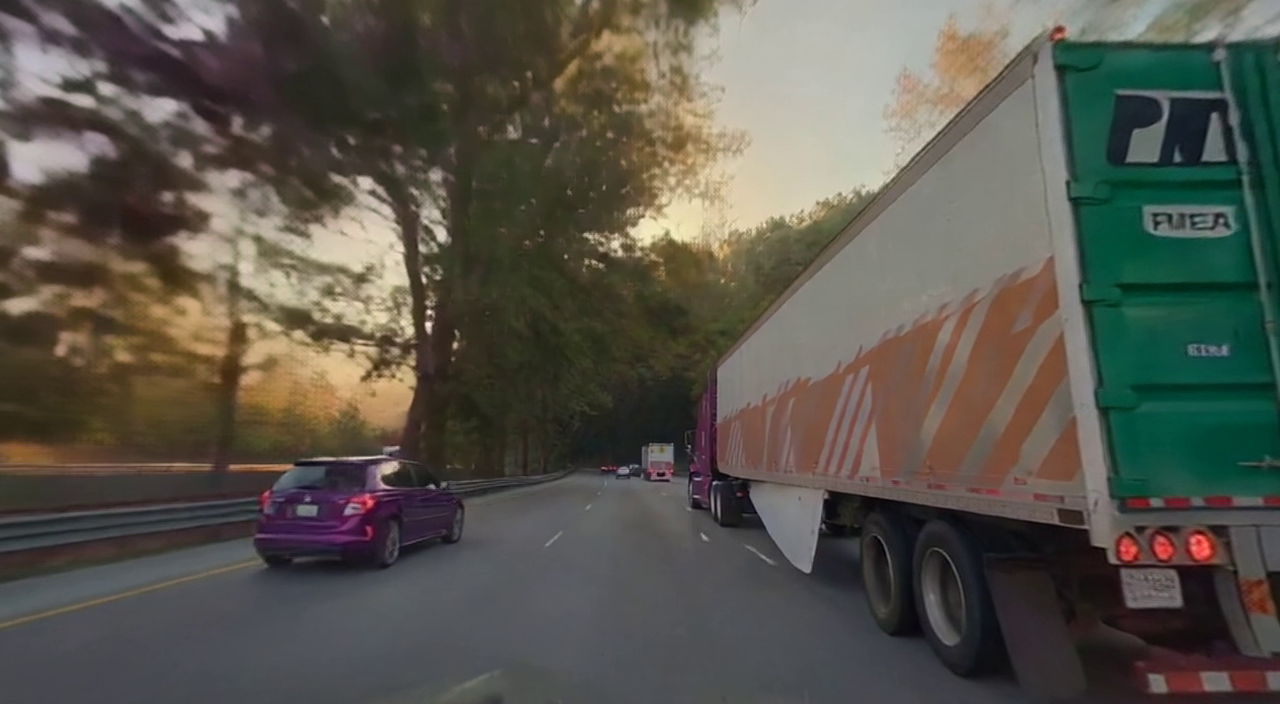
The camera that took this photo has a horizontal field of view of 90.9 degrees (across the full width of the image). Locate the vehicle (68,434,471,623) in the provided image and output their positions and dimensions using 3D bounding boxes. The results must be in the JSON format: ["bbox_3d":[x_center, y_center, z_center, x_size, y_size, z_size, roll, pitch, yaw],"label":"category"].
[{"bbox_3d":[-3.866,1.975,7.963,2.010,1.580,4.949,1,-10,1],"label":"vehicle"}]

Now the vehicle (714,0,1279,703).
[{"bbox_3d":[3.534,1.212,10.141,2.856,4.040,14.009,1,-10,-1],"label":"vehicle"}]
